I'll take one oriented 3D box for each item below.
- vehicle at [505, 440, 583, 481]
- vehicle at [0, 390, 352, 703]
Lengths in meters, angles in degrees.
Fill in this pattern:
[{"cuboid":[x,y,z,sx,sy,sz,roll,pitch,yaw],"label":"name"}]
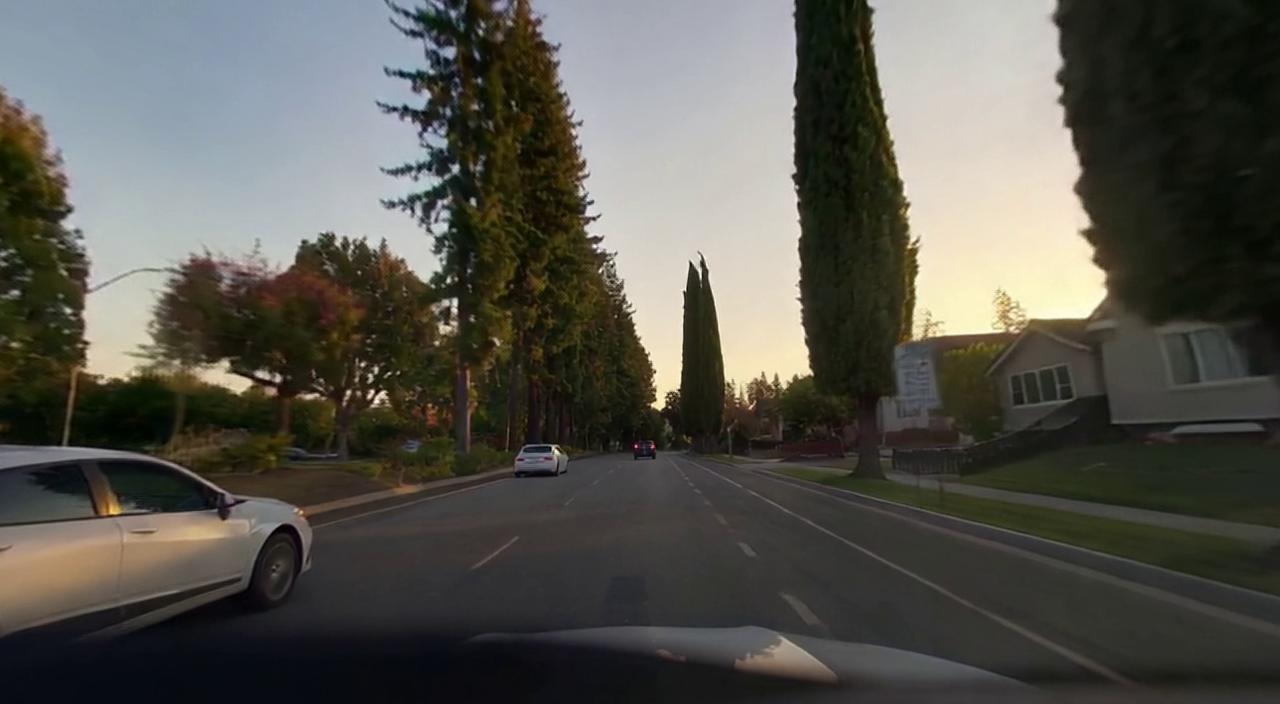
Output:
[{"cuboid":[-3.685,4.291,25.248,2.188,1.473,4.651,0,-8,3],"label":"vehicle"},{"cuboid":[-4.110,1.100,3.942,2.190,1.545,4.943,0,-8,1],"label":"vehicle"}]
